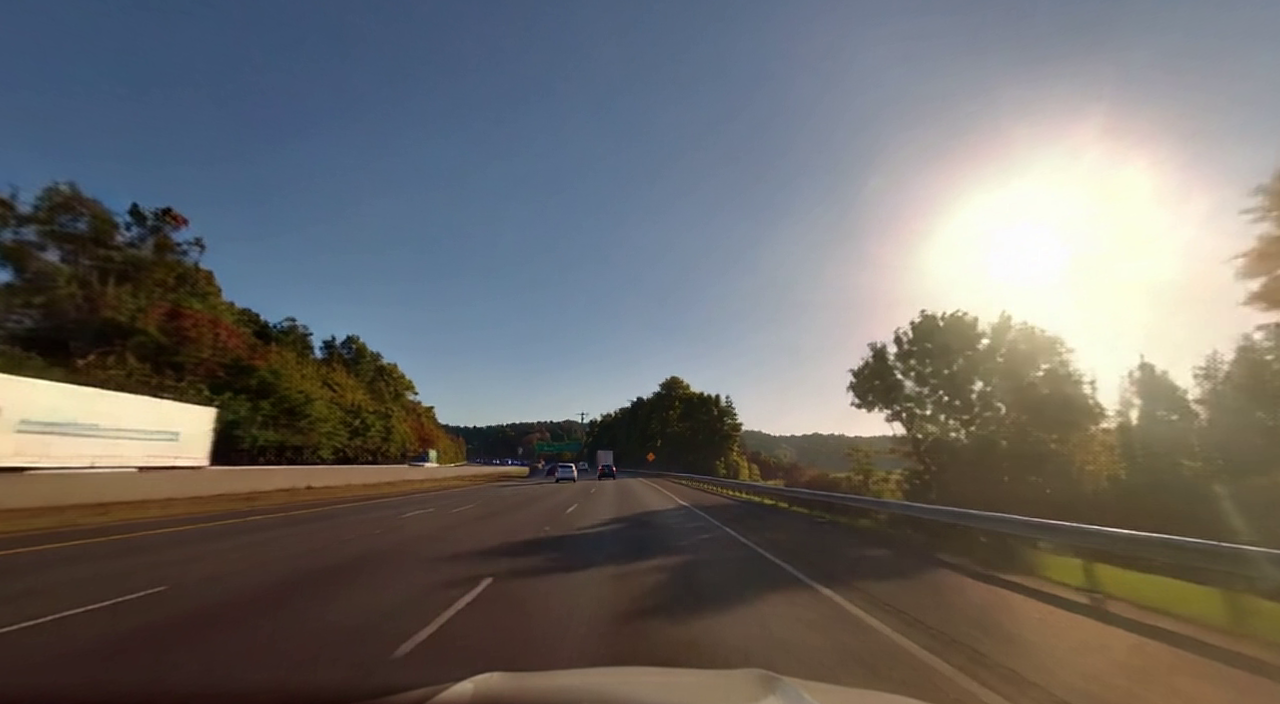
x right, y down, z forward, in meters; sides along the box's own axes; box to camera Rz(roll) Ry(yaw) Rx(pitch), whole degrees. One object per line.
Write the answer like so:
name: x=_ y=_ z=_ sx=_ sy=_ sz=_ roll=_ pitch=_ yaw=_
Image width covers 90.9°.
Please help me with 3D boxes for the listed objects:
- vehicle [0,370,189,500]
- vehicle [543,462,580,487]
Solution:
vehicle: x=-21.504 y=2.576 z=19.689 sx=2.868 sy=3.983 sz=16.567 roll=1 pitch=-10 yaw=-1
vehicle: x=-5.359 y=8.434 z=43.435 sx=2.115 sy=1.546 sz=4.638 roll=1 pitch=-10 yaw=-2
